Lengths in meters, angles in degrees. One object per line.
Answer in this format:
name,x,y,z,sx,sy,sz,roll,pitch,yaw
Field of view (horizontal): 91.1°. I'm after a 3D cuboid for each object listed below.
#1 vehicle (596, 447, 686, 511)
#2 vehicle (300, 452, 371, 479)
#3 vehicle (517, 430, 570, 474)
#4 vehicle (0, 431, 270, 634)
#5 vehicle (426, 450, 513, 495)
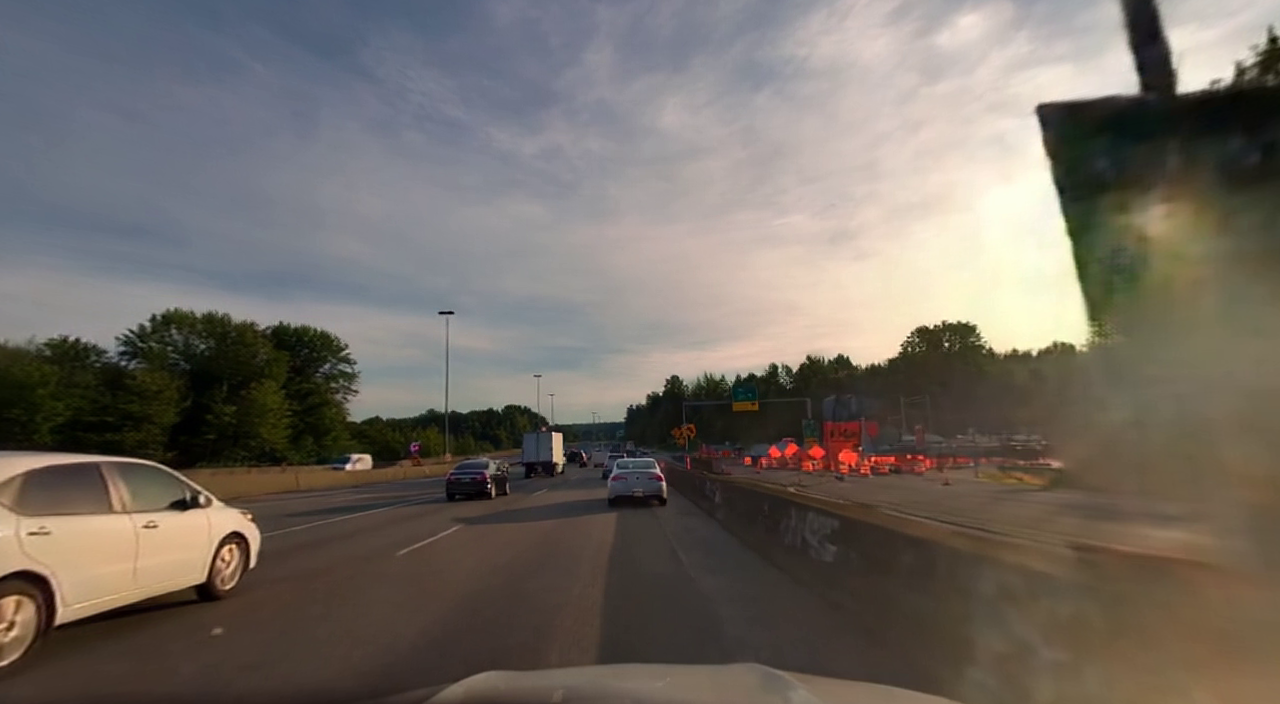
vehicle,-0.012,3.224,16.440,2.080,1.451,3.512,0,-9,-1
vehicle,-19.485,7.265,40.508,2.357,1.631,4.515,0,-9,-1
vehicle,-6.149,6.516,41.043,2.326,2.645,6.249,-1,-9,2
vehicle,-5.681,1.505,5.739,1.892,1.481,4.573,0,-9,-1
vehicle,-6.012,4.279,22.688,2.063,1.417,4.000,0,-9,-1
